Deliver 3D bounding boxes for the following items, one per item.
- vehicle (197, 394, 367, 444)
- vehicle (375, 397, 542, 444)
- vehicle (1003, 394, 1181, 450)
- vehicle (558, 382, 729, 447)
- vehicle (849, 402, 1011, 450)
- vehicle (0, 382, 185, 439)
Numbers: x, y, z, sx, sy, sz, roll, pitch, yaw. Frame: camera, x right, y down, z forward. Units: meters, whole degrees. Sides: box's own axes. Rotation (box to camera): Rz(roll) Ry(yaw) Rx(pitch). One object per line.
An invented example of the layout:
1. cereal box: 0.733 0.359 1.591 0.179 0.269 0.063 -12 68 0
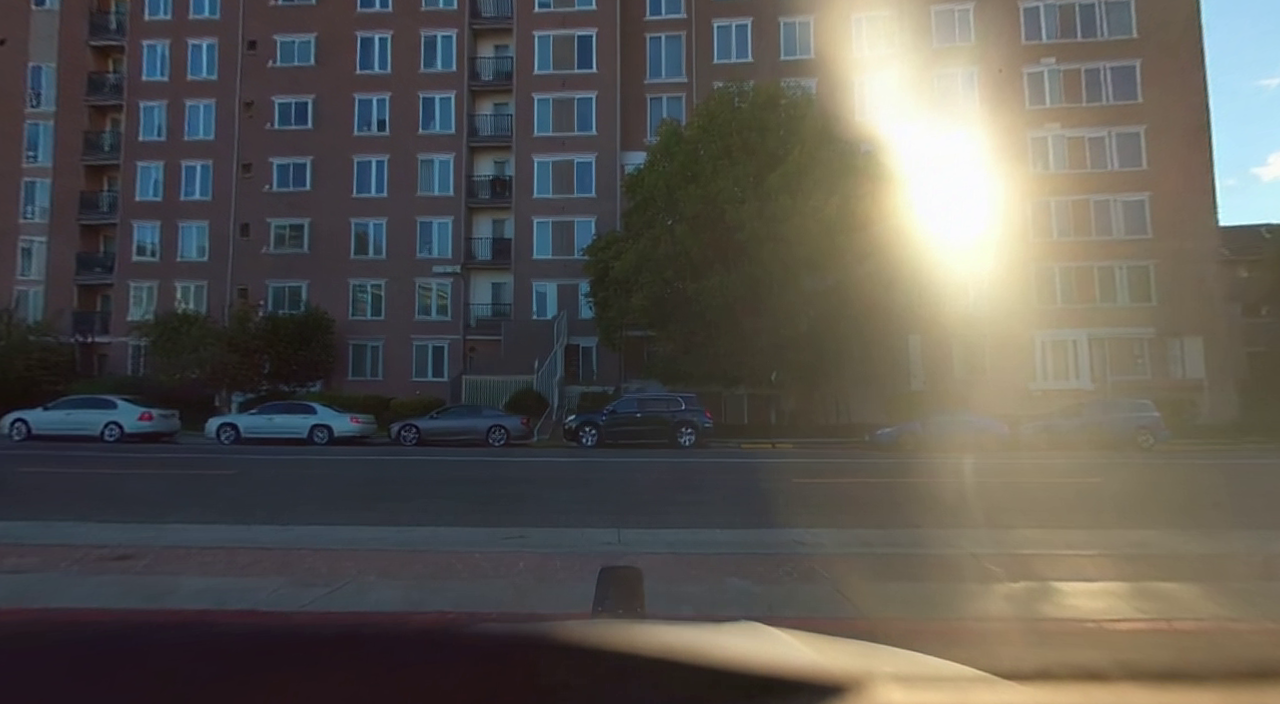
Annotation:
1. vehicle: -11.390 2.176 20.335 4.336 1.438 1.776 2 -7 -3
2. vehicle: -5.748 2.253 20.477 4.851 1.339 1.785 1 -9 -2
3. vehicle: 15.057 2.317 21.244 4.544 1.780 1.966 0 -3 -1
4. vehicle: 0.066 2.095 20.636 5.299 1.860 2.098 2 -9 -5
5. vehicle: 9.457 2.437 20.808 4.521 1.411 1.726 2 -6 -3
6. vehicle: -17.475 1.894 20.063 4.426 1.641 1.889 1 -8 -5
